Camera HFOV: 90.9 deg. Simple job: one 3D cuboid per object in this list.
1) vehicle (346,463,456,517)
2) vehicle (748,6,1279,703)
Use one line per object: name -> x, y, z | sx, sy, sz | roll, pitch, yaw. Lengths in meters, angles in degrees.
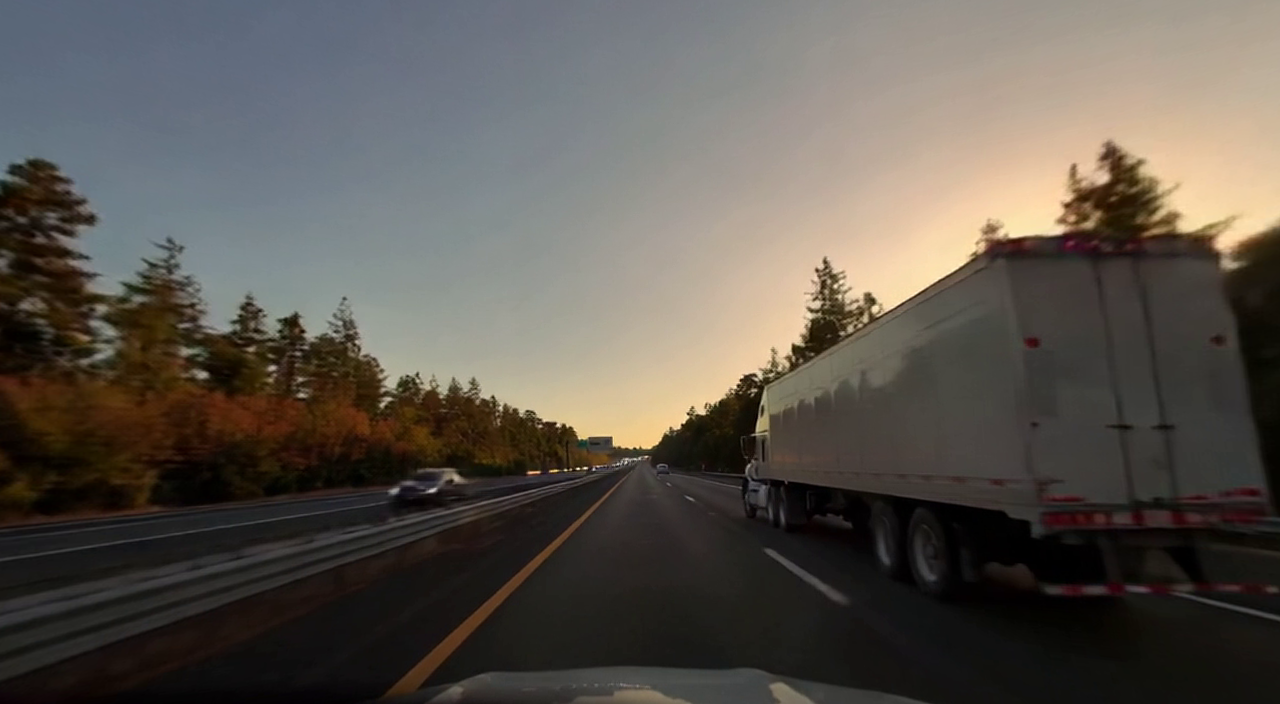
vehicle -> -7.301, 4.253, 19.775 | 1.805, 1.474, 4.168 | 1, -10, 0
vehicle -> 4.618, 1.160, 9.986 | 3.204, 4.102, 13.306 | 1, -10, -1
